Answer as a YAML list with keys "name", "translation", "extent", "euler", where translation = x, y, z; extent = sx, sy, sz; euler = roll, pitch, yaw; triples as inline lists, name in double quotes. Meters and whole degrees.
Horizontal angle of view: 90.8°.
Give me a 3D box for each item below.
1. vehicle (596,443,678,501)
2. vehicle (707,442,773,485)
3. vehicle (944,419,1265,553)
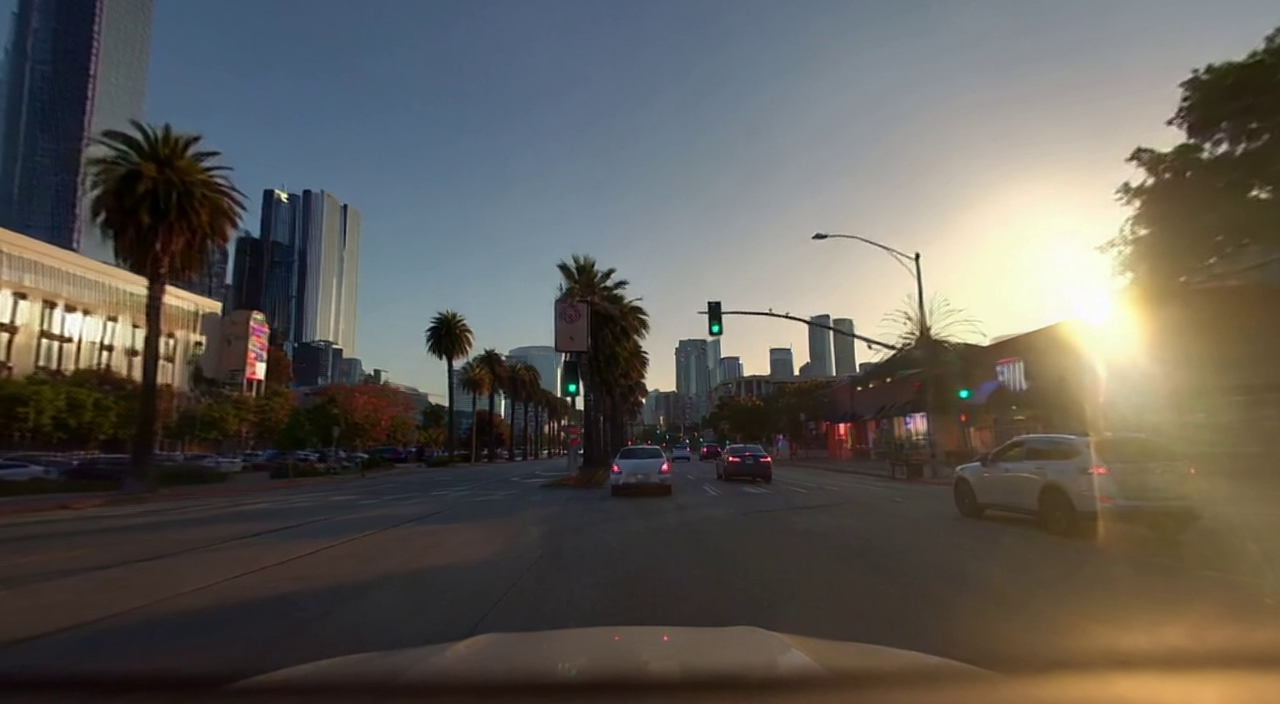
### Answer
- name: "vehicle"
  translation: [-0.084, 3.394, 18.329]
  extent: [2.110, 1.487, 3.873]
  euler: [0, -8, 0]
- name: "vehicle"
  translation: [3.903, 4.400, 25.316]
  extent: [1.892, 1.532, 4.177]
  euler: [0, -8, -1]
- name: "vehicle"
  translation: [6.882, 2.000, 10.092]
  extent: [1.940, 1.674, 4.085]
  euler: [0, -8, -1]
